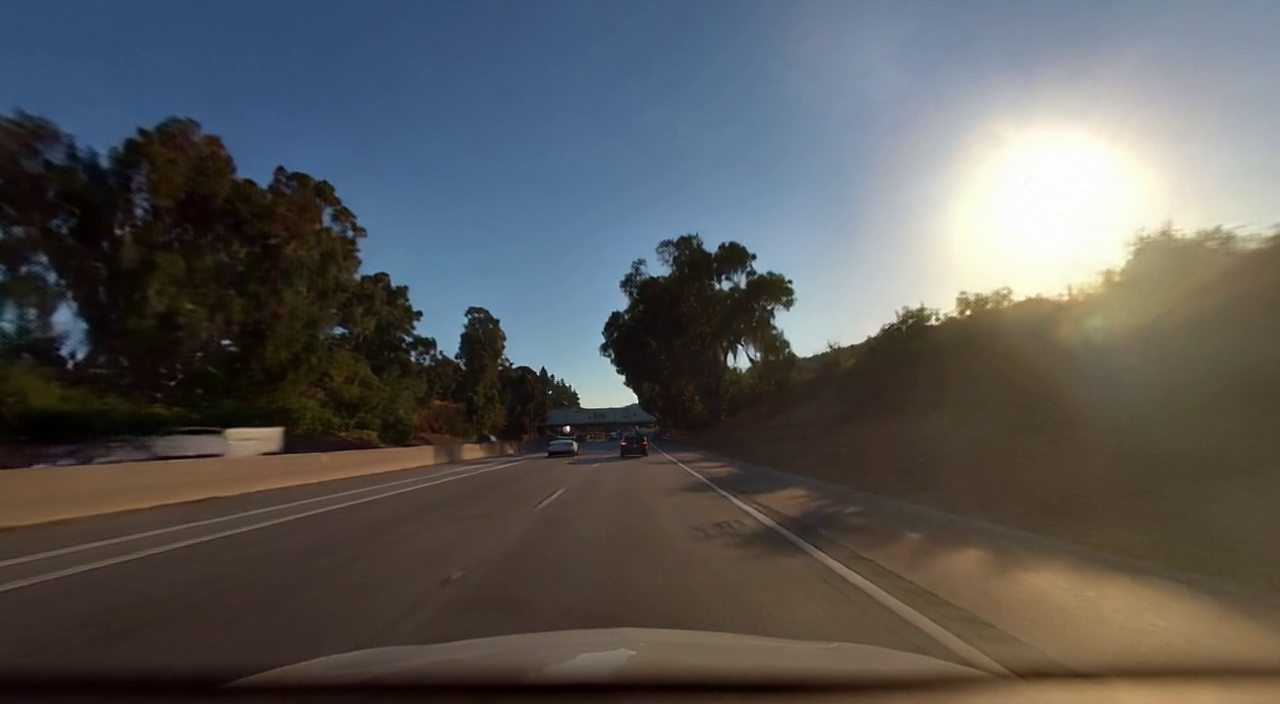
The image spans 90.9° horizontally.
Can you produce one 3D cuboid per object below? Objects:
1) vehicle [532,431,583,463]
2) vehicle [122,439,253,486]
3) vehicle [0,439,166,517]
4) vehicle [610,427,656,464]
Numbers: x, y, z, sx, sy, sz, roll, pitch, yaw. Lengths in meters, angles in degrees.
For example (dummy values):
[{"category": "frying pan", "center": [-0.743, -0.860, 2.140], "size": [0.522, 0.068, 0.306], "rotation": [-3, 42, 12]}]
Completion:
[{"category": "vehicle", "center": [-4.151, 4.854, 32.434], "size": [2.030, 1.491, 4.046], "rotation": [0, -8, 1]}, {"category": "vehicle", "center": [-13.116, 3.179, 18.468], "size": [1.647, 1.235, 2.839], "rotation": [0, -8, 2]}, {"category": "vehicle", "center": [-13.046, 2.655, 13.890], "size": [1.888, 1.432, 4.235], "rotation": [0, -8, -1]}, {"category": "vehicle", "center": [-0.332, 4.561, 30.878], "size": [2.134, 1.654, 4.174], "rotation": [0, -8, 0]}]
